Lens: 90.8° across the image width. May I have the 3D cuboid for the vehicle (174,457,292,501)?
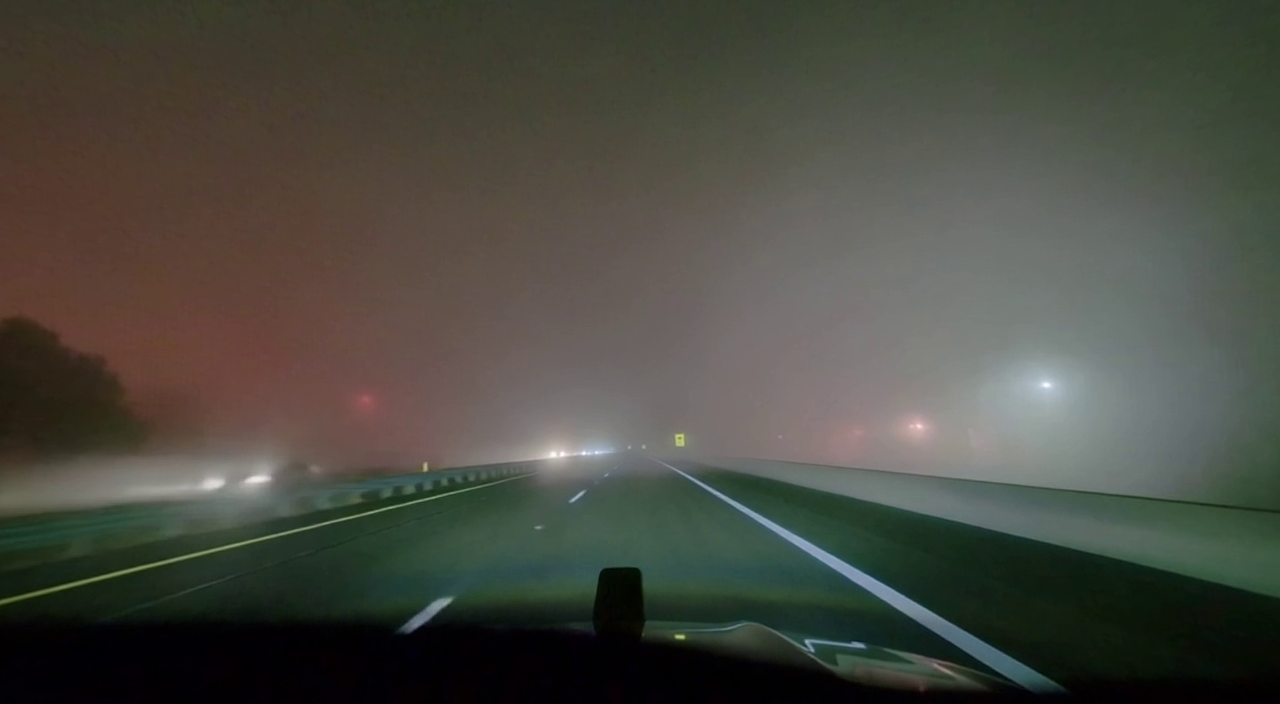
[{"bbox_3d":[-15.246,4.741,23.933,1.768,1.452,4.110,0,-9,-1],"label":"vehicle"}]
